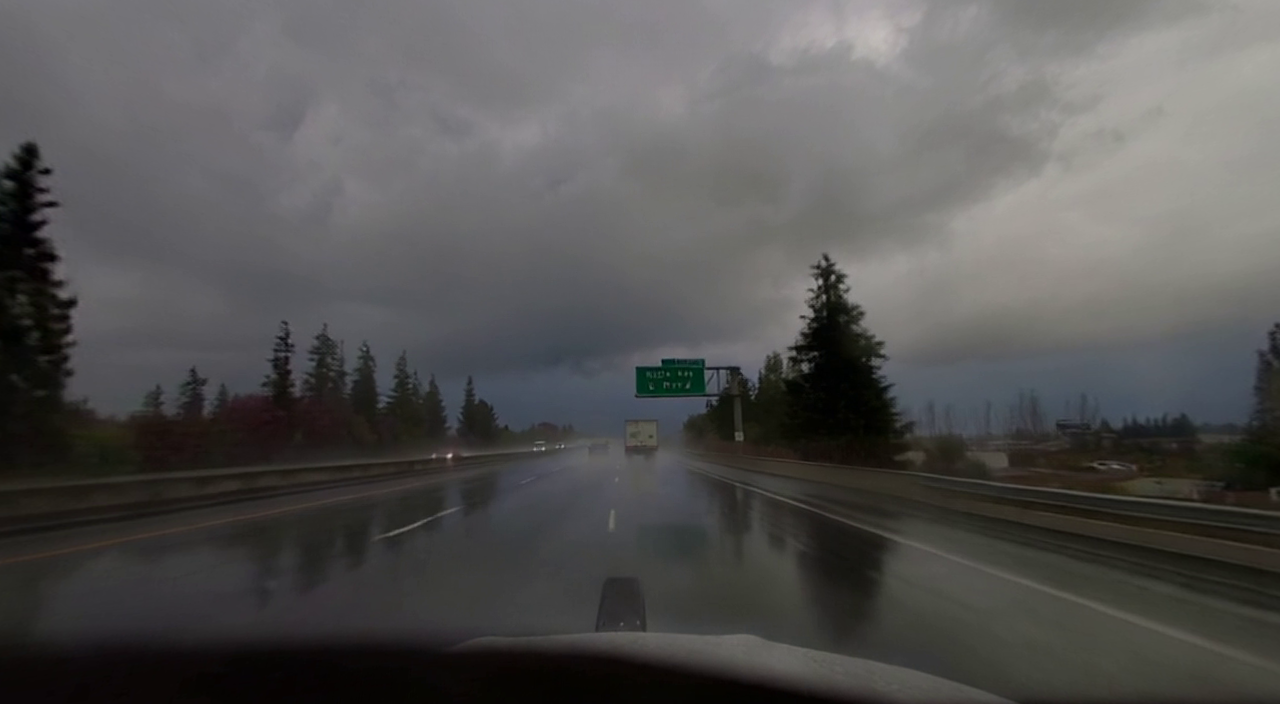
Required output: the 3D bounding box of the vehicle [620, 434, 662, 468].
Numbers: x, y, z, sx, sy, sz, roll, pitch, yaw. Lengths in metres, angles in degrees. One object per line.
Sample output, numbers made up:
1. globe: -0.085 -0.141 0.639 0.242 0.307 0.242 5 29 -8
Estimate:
1. vehicle: 0.000 5.891 37.686 2.139 1.925 4.312 1 -9 -4
